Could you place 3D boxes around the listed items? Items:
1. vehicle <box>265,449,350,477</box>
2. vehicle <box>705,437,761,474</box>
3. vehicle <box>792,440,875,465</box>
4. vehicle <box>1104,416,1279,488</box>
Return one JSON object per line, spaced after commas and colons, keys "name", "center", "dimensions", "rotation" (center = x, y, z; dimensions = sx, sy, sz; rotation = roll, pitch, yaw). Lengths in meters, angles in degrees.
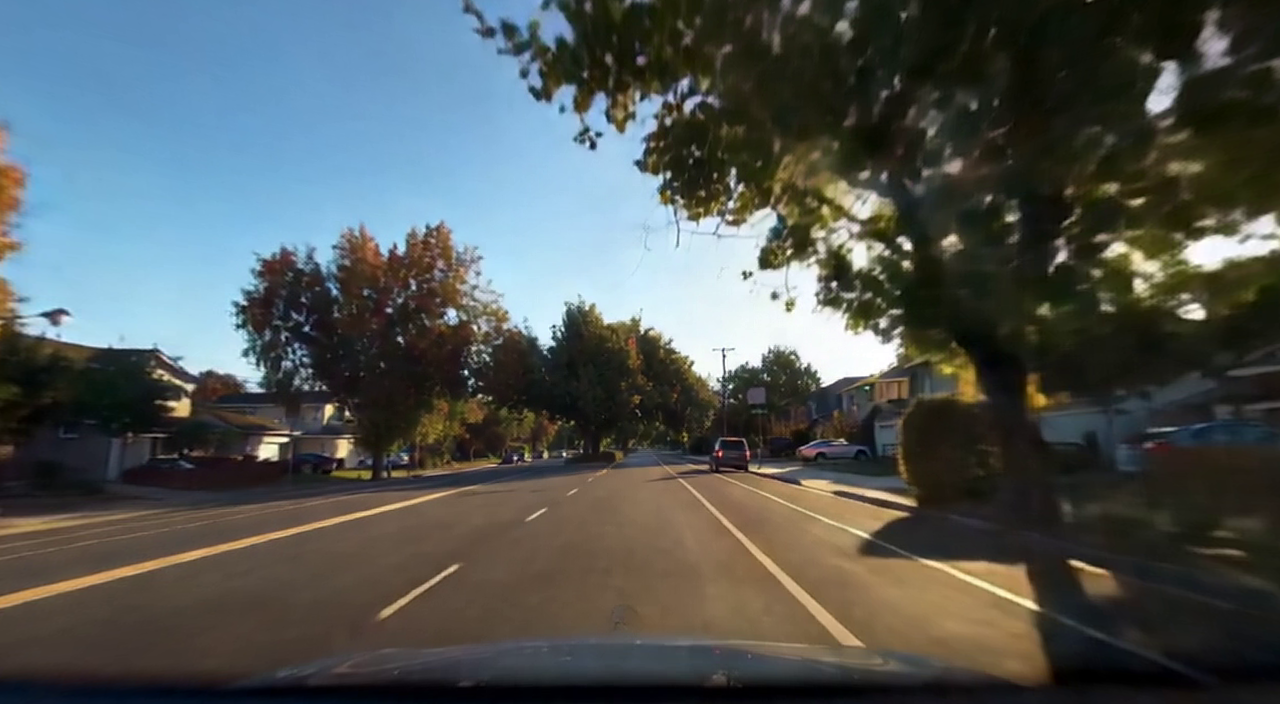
{"name": "vehicle", "center": [-21.079, 7.039, 40.190], "dimensions": [4.272, 1.688, 1.990], "rotation": [0, -8, -1]}
{"name": "vehicle", "center": [4.884, 5.527, 33.981], "dimensions": [2.196, 1.801, 4.778], "rotation": [0, -8, -1]}
{"name": "vehicle", "center": [12.135, 6.306, 39.755], "dimensions": [4.577, 1.490, 1.903], "rotation": [0, -8, 0]}
{"name": "vehicle", "center": [13.942, 2.285, 14.833], "dimensions": [4.570, 1.502, 1.877], "rotation": [-1, -7, -1]}
